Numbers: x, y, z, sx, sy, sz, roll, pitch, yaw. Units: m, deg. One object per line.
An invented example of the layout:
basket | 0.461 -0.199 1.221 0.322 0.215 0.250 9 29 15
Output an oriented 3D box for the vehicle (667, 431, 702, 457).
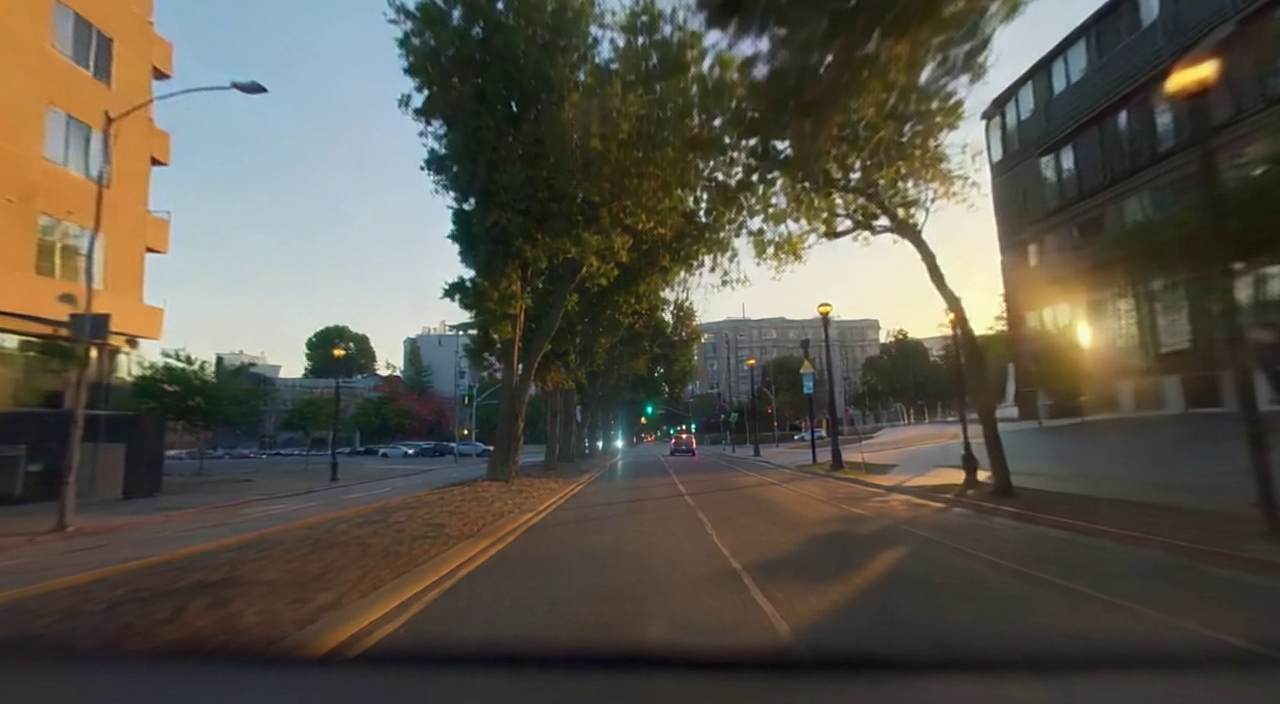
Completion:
vehicle | 3.041 6.395 43.884 2.129 1.719 4.205 0 -8 0
